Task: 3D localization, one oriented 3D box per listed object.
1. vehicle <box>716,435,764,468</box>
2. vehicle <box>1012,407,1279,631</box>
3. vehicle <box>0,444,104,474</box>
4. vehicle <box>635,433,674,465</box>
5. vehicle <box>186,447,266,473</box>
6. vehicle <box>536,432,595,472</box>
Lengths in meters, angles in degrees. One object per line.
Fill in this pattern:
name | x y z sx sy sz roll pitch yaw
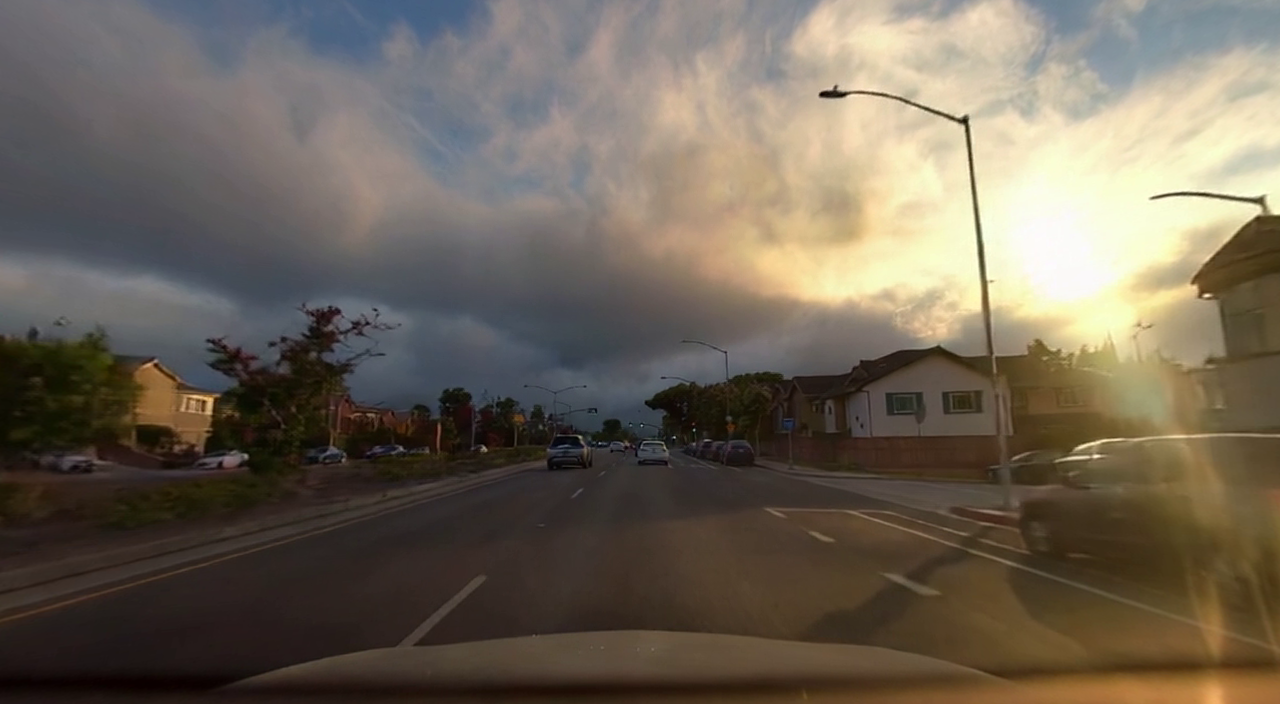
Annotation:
vehicle | 5.988 6.037 38.408 2.154 1.824 4.782 0 -8 0
vehicle | 5.965 1.431 5.834 2.032 1.713 4.932 0 -9 0
vehicle | -30.956 5.580 33.099 4.068 1.522 1.726 0 -9 -1
vehicle | 0.838 6.073 39.737 2.273 1.851 5.075 0 -8 -1
vehicle | -25.467 6.641 39.089 1.839 1.463 4.705 0 -8 -1
vehicle | -3.449 4.740 30.070 2.233 1.775 4.491 0 -8 0
